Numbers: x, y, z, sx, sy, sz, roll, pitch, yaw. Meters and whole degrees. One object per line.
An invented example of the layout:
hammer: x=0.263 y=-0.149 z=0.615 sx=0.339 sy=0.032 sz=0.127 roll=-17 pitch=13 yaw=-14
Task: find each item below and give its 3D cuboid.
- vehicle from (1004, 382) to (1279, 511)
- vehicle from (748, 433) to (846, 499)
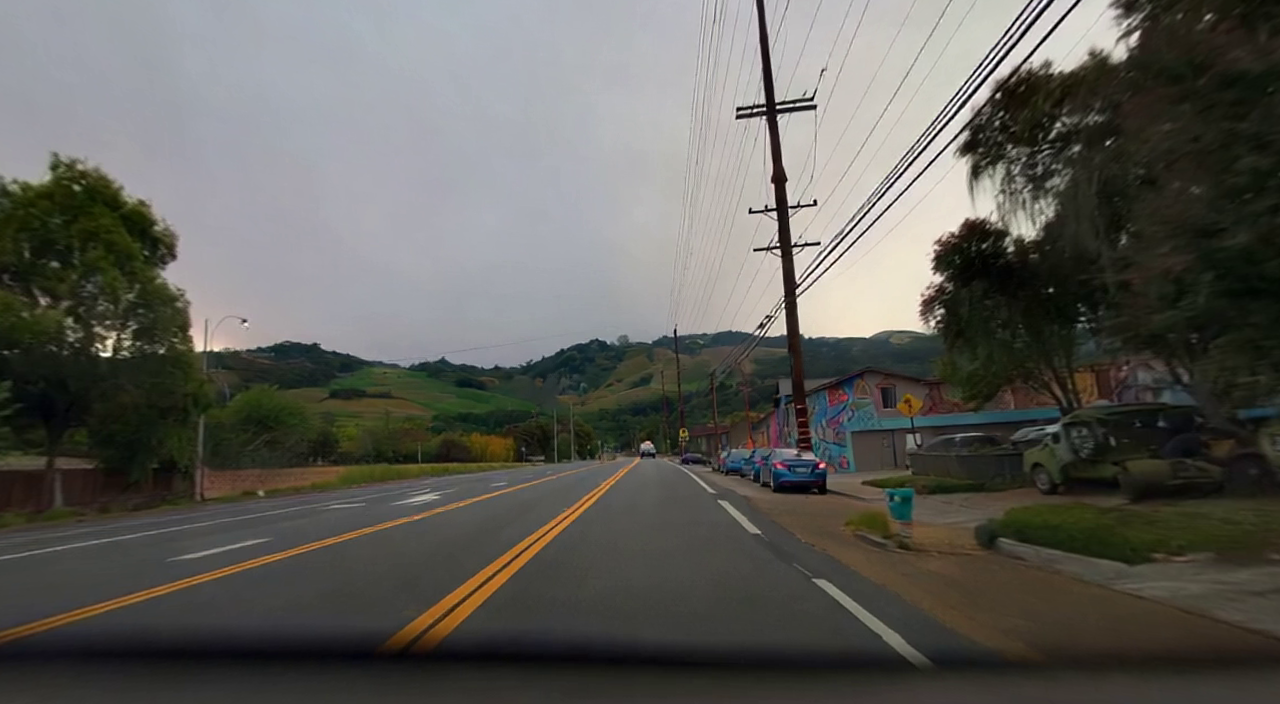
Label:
vehicle: x=10.196 y=1.946 z=13.031 sx=2.253 sy=2.000 sz=5.259 roll=-4 pitch=-9 yaw=1
vehicle: x=5.377 y=4.028 z=22.341 sx=2.072 sy=1.889 sz=4.468 roll=-6 pitch=-10 yaw=-1
